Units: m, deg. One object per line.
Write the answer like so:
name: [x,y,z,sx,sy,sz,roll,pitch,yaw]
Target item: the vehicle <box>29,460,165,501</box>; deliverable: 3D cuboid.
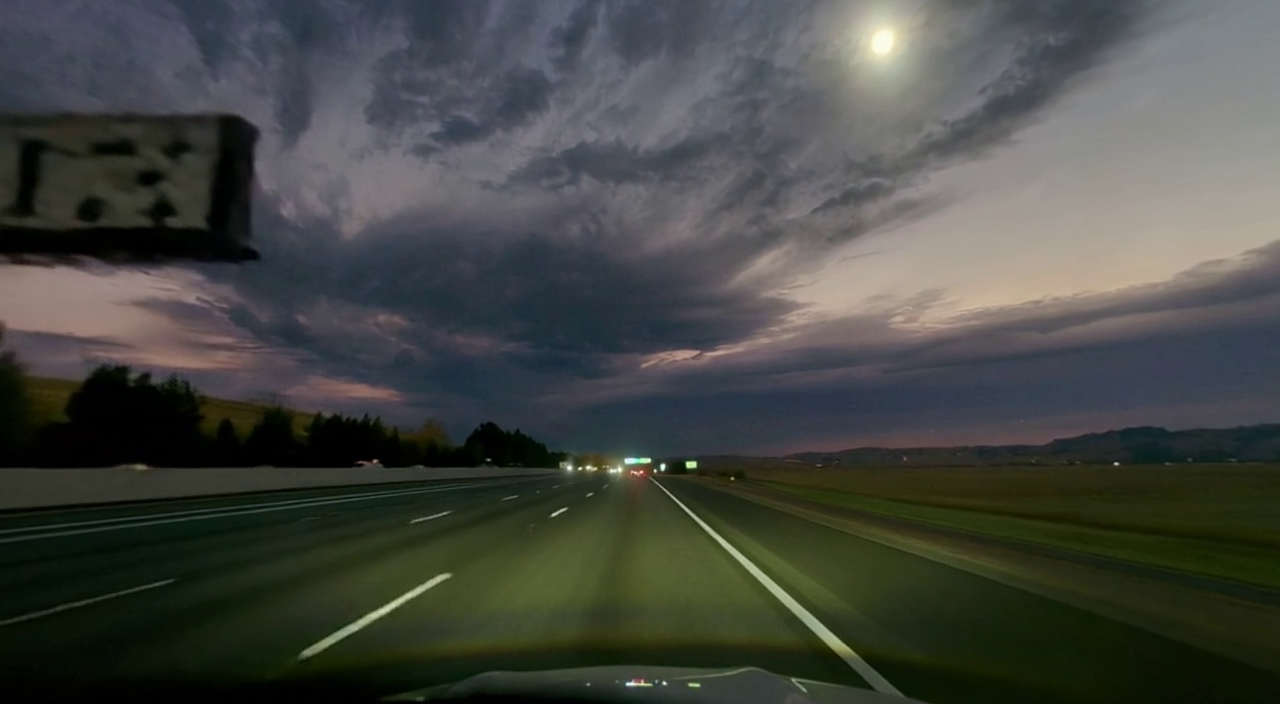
vehicle: [-23.287,5.500,27.286,1.916,1.576,4.365,1,-10,1]
